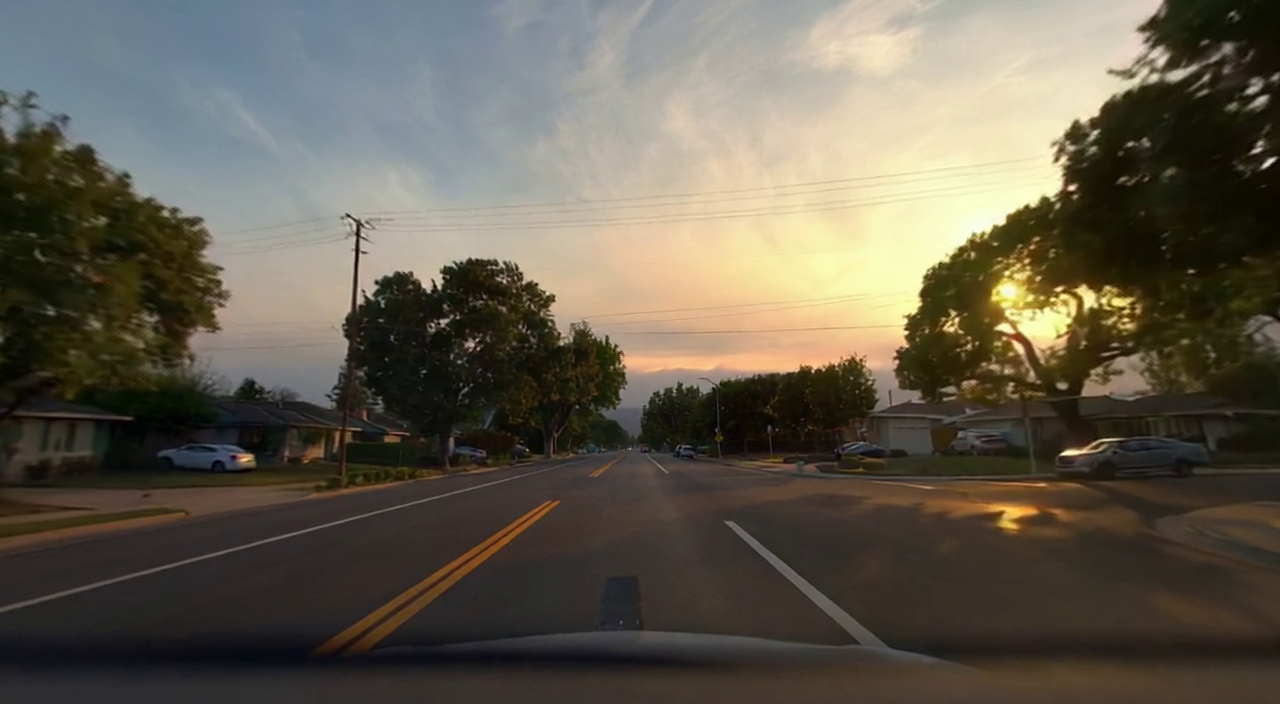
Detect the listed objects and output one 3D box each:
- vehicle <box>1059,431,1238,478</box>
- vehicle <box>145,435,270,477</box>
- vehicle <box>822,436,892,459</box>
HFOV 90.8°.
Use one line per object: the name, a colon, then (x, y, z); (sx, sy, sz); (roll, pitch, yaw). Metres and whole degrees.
vehicle: (20.925, 4.232, 26.208); (5.457, 1.789, 2.169); (0, -8, 0)
vehicle: (-22.274, 5.376, 32.736); (4.722, 1.983, 2.346); (-1, -8, -2)
vehicle: (16.164, 7.163, 47.228); (4.443, 1.497, 2.168); (-2, -9, 0)
